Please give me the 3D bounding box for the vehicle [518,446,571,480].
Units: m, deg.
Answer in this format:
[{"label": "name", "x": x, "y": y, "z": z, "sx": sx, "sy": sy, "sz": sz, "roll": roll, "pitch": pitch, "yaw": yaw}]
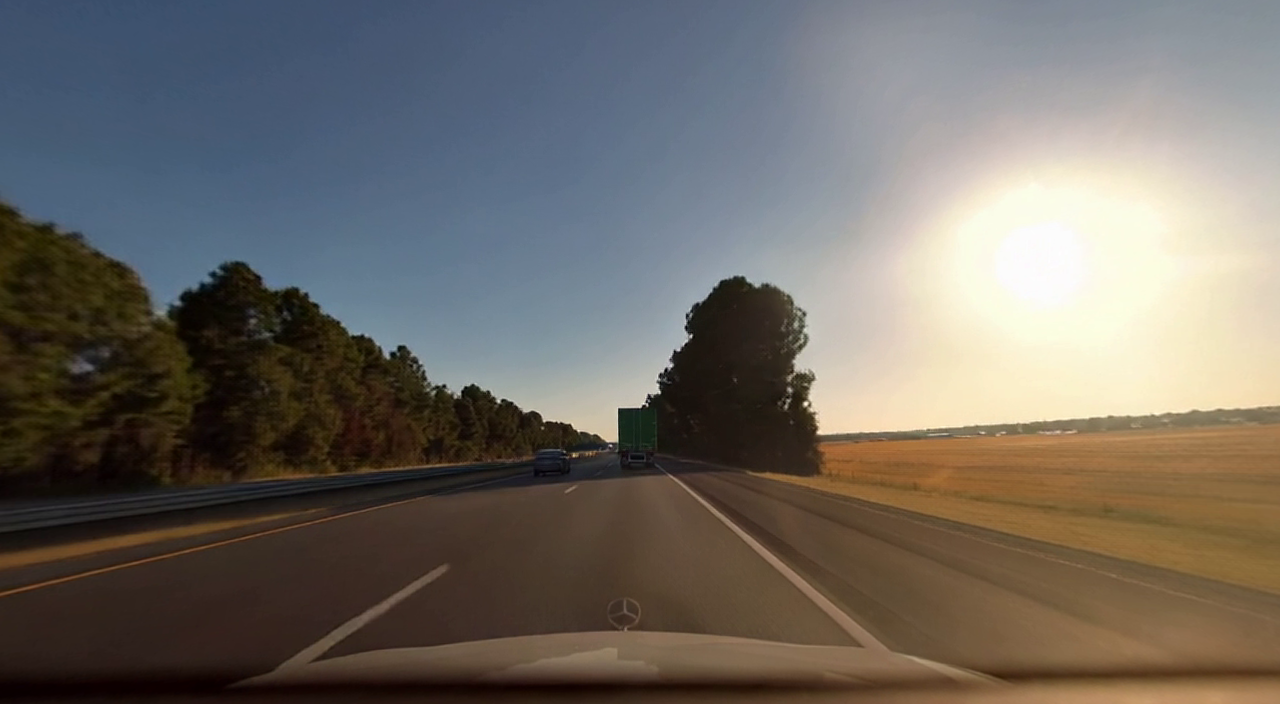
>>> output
[{"label": "vehicle", "x": -4.494, "y": 5.291, "z": 30.302, "sx": 1.937, "sy": 1.493, "sz": 3.779, "roll": 0, "pitch": -9, "yaw": 0}]
